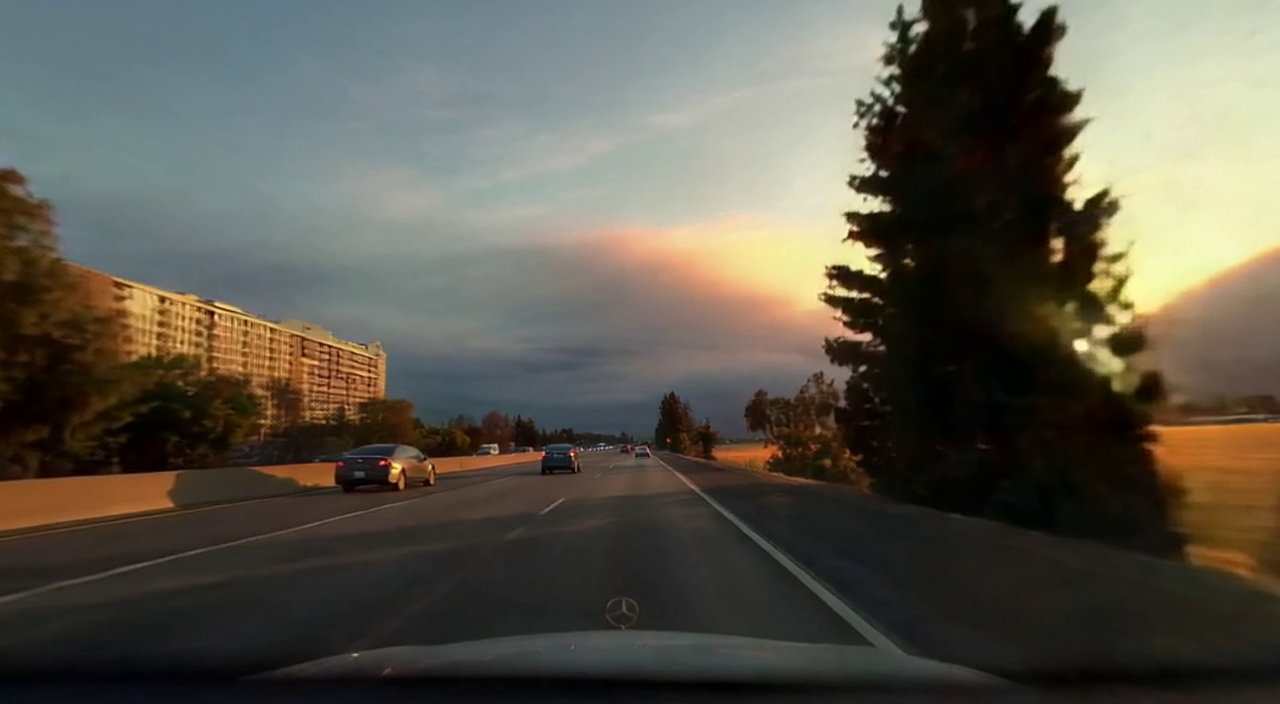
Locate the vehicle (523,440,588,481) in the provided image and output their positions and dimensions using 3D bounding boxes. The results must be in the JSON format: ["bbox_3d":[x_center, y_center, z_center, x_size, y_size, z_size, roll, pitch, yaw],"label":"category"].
[{"bbox_3d":[-3.576,4.681,27.501,2.083,1.588,4.801,0,-9,1],"label":"vehicle"}]

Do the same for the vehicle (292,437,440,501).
[{"bbox_3d":[-7.418,3.200,17.693,2.034,1.523,4.627,0,-9,1],"label":"vehicle"}]
